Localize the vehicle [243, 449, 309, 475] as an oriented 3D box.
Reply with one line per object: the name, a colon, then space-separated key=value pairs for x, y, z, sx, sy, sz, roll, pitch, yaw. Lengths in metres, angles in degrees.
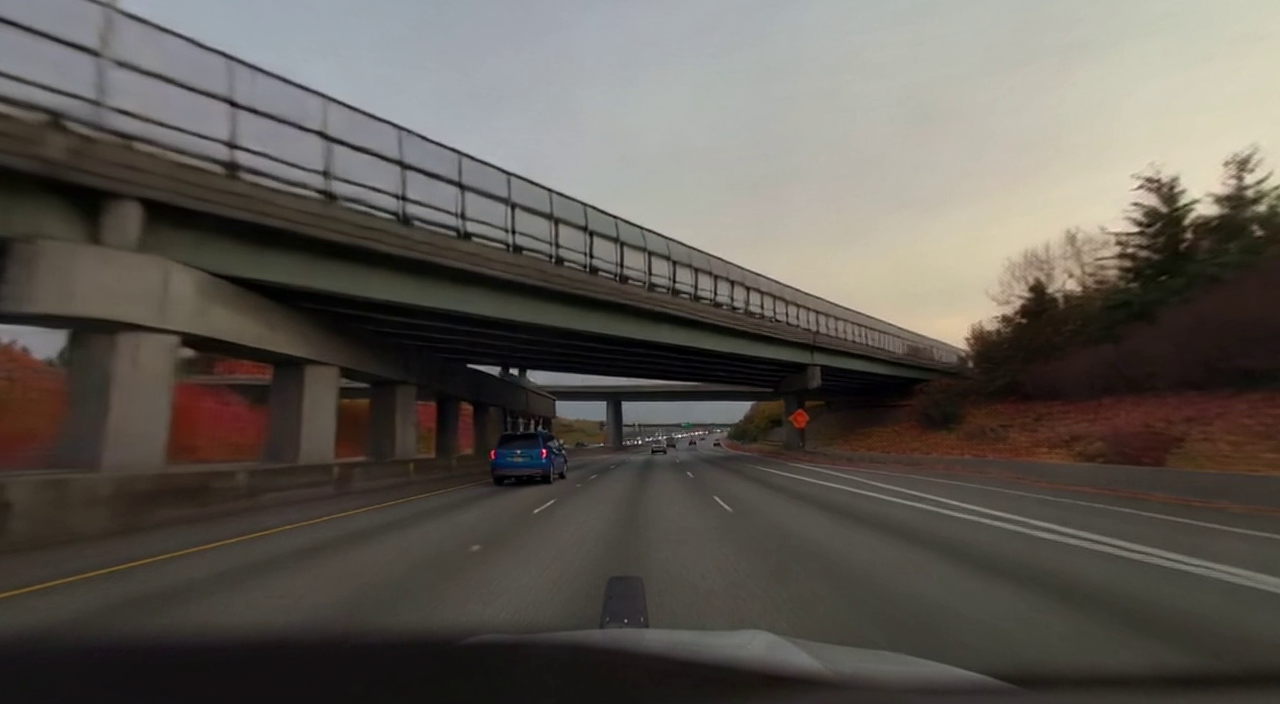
vehicle: x=-22.468 y=6.779 z=38.982 sx=1.791 sy=1.495 sz=3.671 roll=-1 pitch=-8 yaw=3

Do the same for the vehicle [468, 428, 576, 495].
vehicle: x=-3.278 y=3.145 z=18.509 sx=2.177 sy=1.707 sz=4.432 roll=0 pitch=-8 yaw=2
